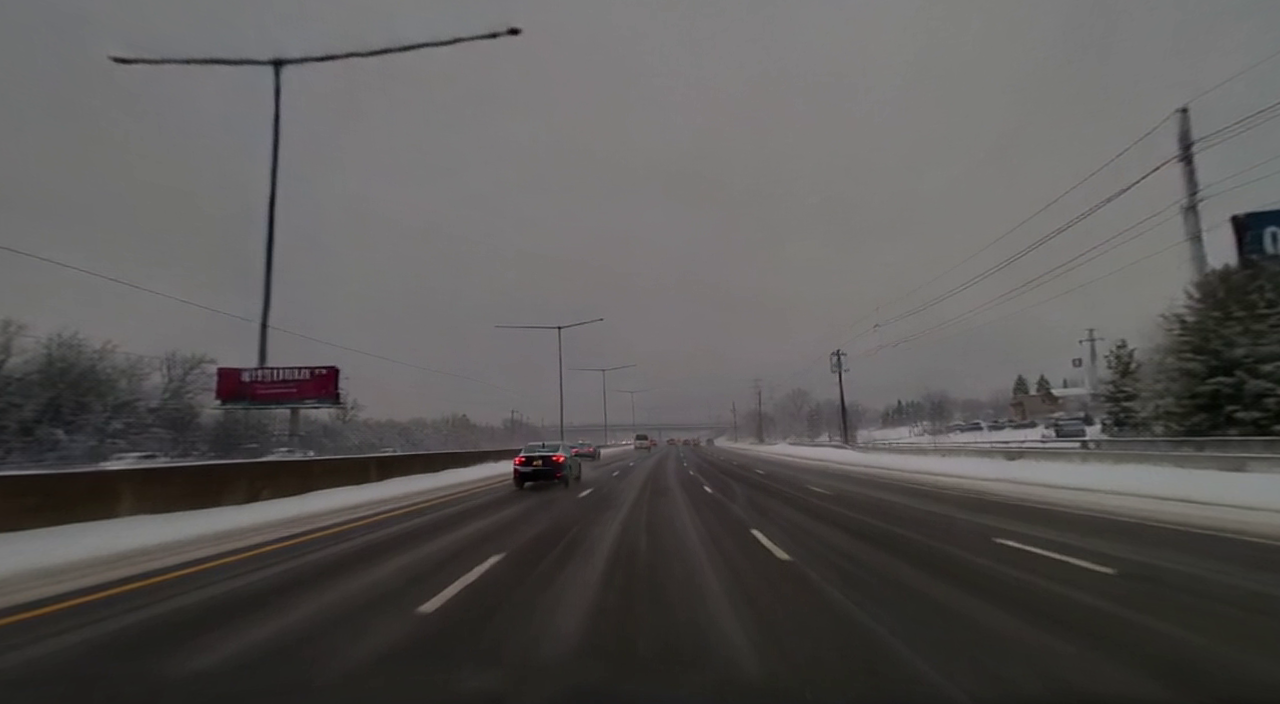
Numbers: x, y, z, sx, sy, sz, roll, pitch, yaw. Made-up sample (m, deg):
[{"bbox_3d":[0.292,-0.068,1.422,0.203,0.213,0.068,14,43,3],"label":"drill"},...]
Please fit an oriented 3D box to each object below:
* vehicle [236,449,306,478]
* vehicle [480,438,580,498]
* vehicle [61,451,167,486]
[{"bbox_3d":[-19.140,5.754,32.828,1.472,1.365,3.348,-1,-8,3],"label":"vehicle"},{"bbox_3d":[-2.838,3.093,17.210,1.891,1.444,3.968,0,-8,2],"label":"vehicle"},{"bbox_3d":[-23.033,5.096,27.804,1.605,1.392,3.428,0,-8,2],"label":"vehicle"}]
